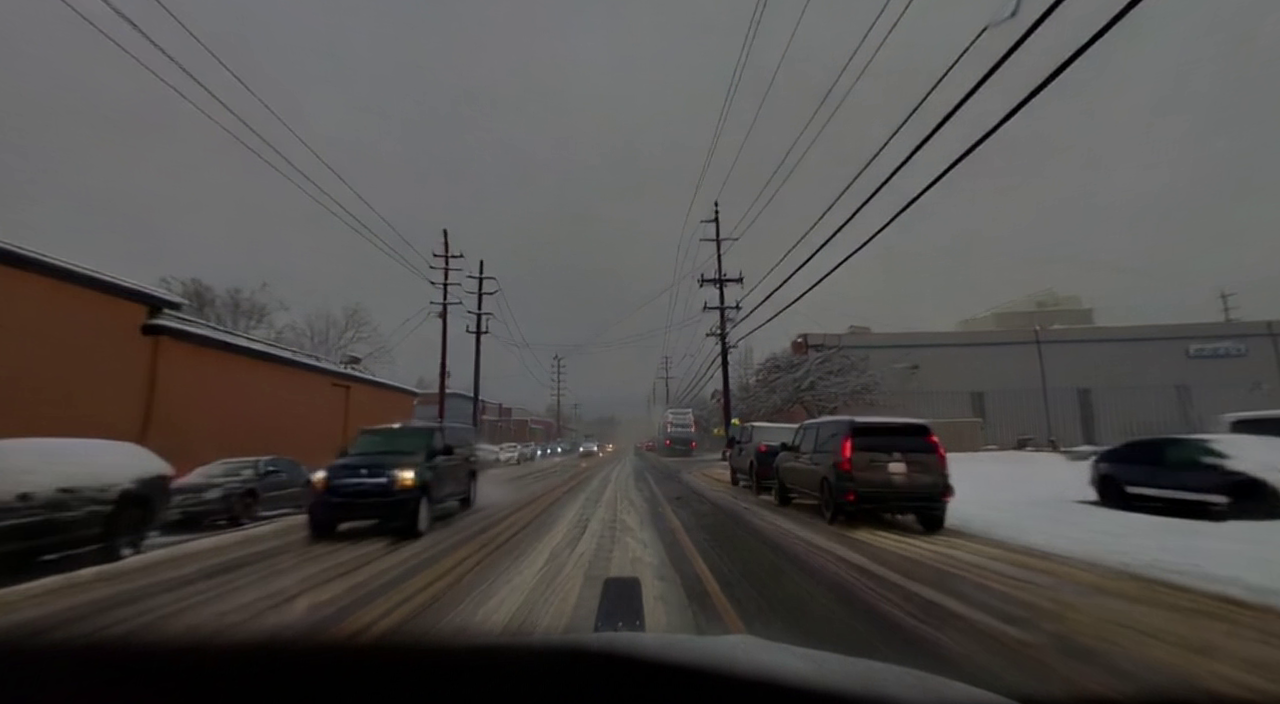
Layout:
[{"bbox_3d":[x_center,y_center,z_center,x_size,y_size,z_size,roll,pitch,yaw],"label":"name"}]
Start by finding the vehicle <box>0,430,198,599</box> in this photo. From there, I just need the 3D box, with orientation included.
[{"bbox_3d":[-7.690,1.844,7.316,1.933,1.754,4.514,-3,-7,0],"label":"vehicle"}]

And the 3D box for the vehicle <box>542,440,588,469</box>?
[{"bbox_3d":[-4.084,5.660,35.260,1.966,1.482,4.473,0,-8,1],"label":"vehicle"}]

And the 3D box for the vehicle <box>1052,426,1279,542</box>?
[{"bbox_3d":[8.509,1.823,9.296,1.798,1.370,4.191,-2,-9,-4],"label":"vehicle"}]

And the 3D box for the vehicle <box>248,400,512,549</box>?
[{"bbox_3d":[-4.095,2.052,11.442,2.275,1.999,5.723,0,-8,1],"label":"vehicle"}]

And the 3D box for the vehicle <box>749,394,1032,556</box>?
[{"bbox_3d":[3.583,1.914,10.745,2.218,1.956,5.916,0,-8,-2],"label":"vehicle"}]
